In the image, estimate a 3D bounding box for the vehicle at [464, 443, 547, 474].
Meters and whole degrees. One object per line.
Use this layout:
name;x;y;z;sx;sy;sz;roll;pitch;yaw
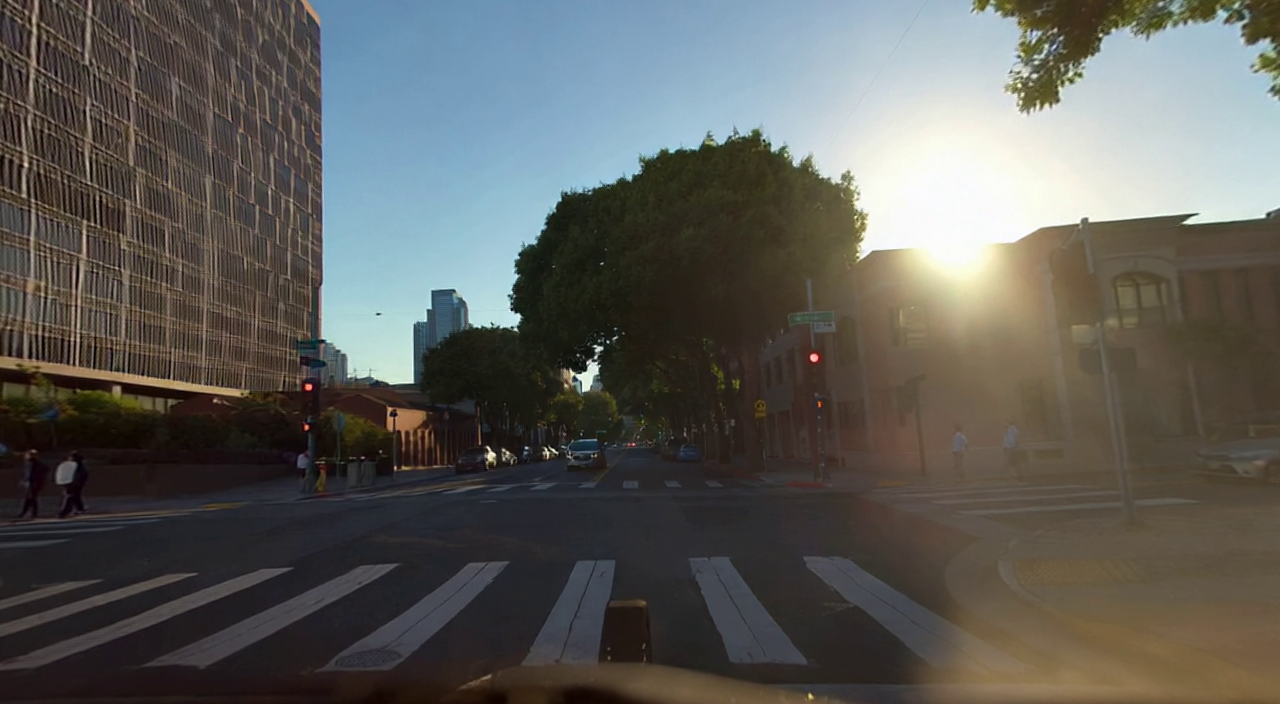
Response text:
vehicle;-8.033;6.369;38.009;1.963;1.726;4.526;-8;-12;44

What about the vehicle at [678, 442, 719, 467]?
vehicle;3.536;6.282;38.862;1.853;1.426;4.160;1;-8;-3

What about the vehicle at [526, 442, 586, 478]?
vehicle;-3.673;4.816;28.462;1.989;1.481;4.500;0;-8;1
